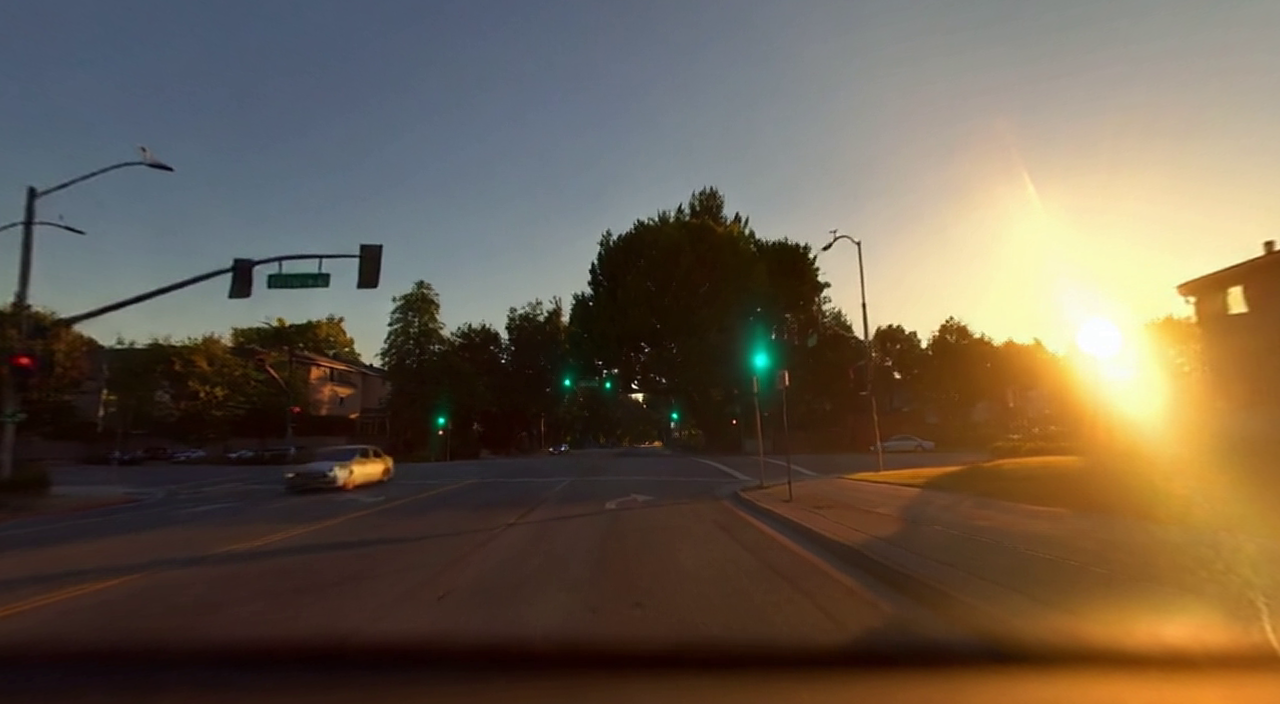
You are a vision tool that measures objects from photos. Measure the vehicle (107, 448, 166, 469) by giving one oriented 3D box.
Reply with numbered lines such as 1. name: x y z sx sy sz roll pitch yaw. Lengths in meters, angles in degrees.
1. vehicle: -39.044 8.261 49.104 1.959 1.590 4.105 3 -9 -15

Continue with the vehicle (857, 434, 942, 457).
1. vehicle: 16.772 6.041 41.017 4.720 1.410 1.784 -1 -8 9

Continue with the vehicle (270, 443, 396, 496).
1. vehicle: -10.030 3.835 21.104 2.035 1.461 4.465 -3 -8 -1
